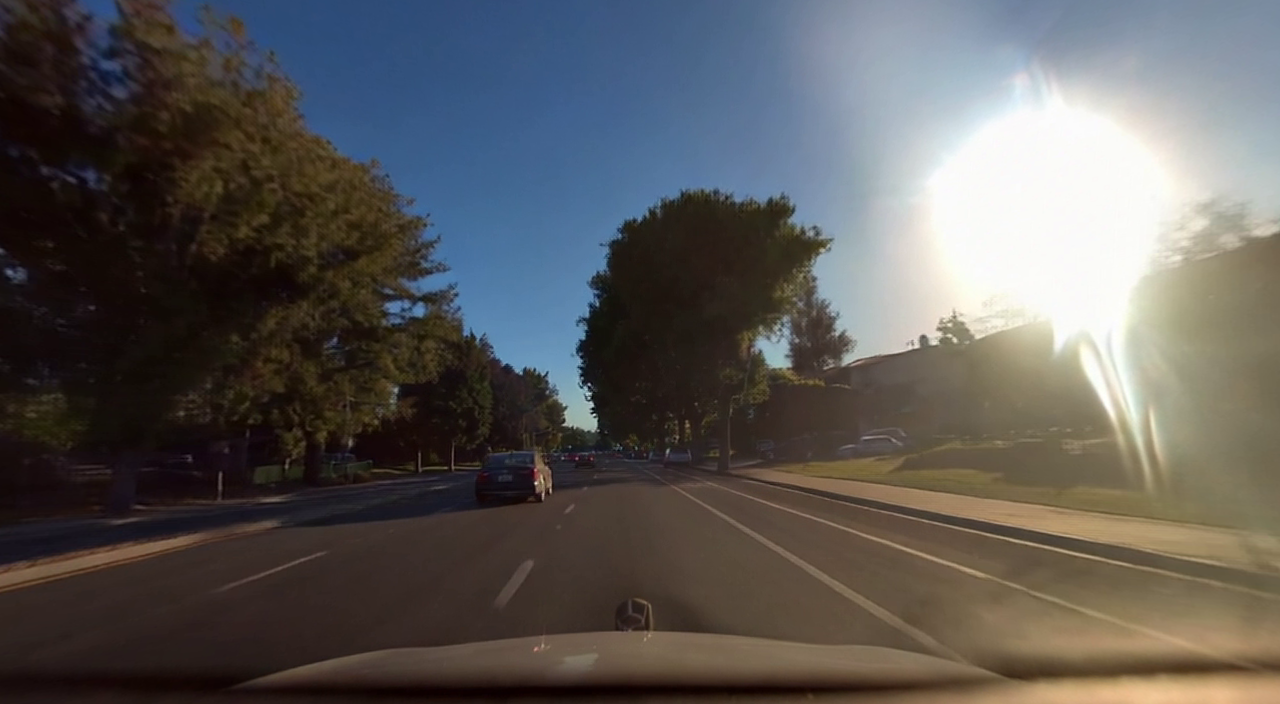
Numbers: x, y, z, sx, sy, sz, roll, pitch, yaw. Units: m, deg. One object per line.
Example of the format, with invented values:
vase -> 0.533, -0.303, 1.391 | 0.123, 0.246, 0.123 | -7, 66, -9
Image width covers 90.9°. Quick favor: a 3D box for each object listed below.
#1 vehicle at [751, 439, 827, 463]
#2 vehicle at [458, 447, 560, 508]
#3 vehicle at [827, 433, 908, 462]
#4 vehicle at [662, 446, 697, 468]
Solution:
vehicle -> 10.569, 7.027, 44.912 | 4.766, 1.585, 2.020 | 0, -9, -5
vehicle -> -3.559, 3.486, 18.024 | 2.099, 1.470, 4.302 | 0, -8, -2
vehicle -> 13.389, 5.634, 37.276 | 3.965, 1.543, 2.021 | -2, -8, -2
vehicle -> 3.005, 8.188, 49.330 | 2.107, 1.620, 4.793 | 0, -9, -4
